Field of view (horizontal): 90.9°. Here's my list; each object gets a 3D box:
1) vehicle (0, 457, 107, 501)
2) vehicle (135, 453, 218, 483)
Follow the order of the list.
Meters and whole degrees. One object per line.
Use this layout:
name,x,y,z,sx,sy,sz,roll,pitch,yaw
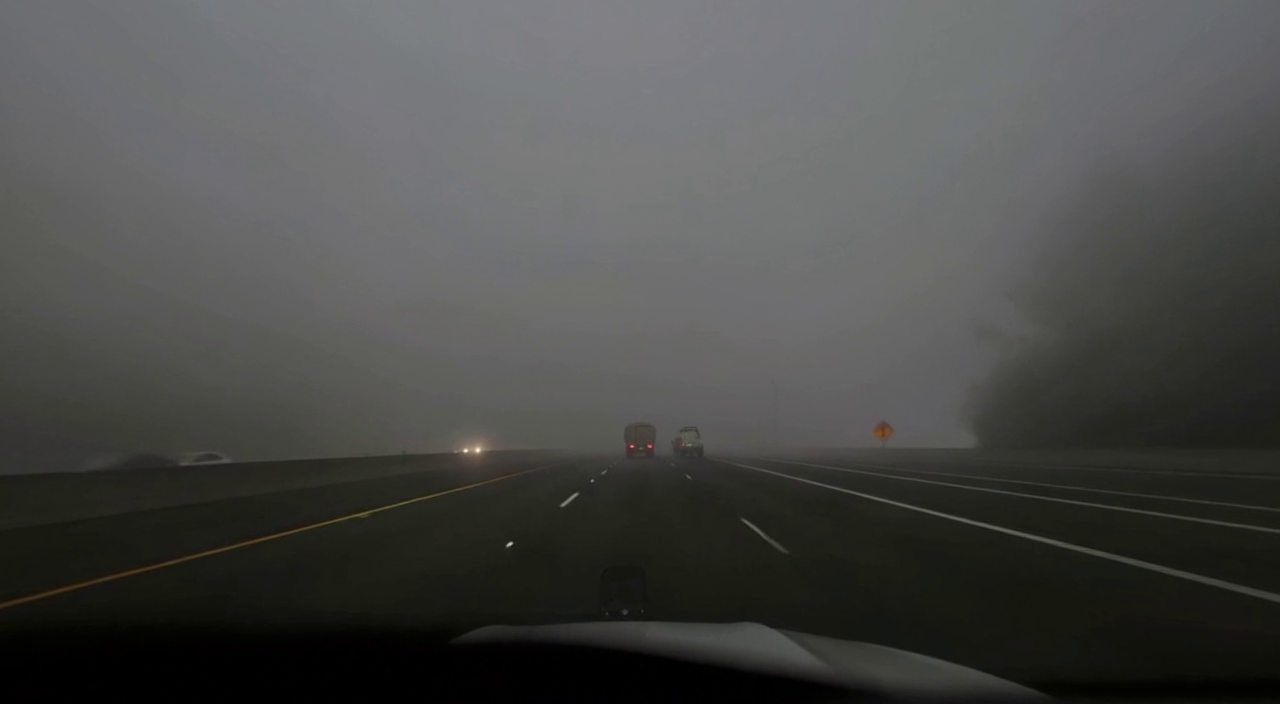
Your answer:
vehicle,-23.940,4.970,25.035,1.825,1.484,4.234,0,-8,0
vehicle,-27.278,6.827,37.273,1.783,1.599,3.988,0,-8,0
